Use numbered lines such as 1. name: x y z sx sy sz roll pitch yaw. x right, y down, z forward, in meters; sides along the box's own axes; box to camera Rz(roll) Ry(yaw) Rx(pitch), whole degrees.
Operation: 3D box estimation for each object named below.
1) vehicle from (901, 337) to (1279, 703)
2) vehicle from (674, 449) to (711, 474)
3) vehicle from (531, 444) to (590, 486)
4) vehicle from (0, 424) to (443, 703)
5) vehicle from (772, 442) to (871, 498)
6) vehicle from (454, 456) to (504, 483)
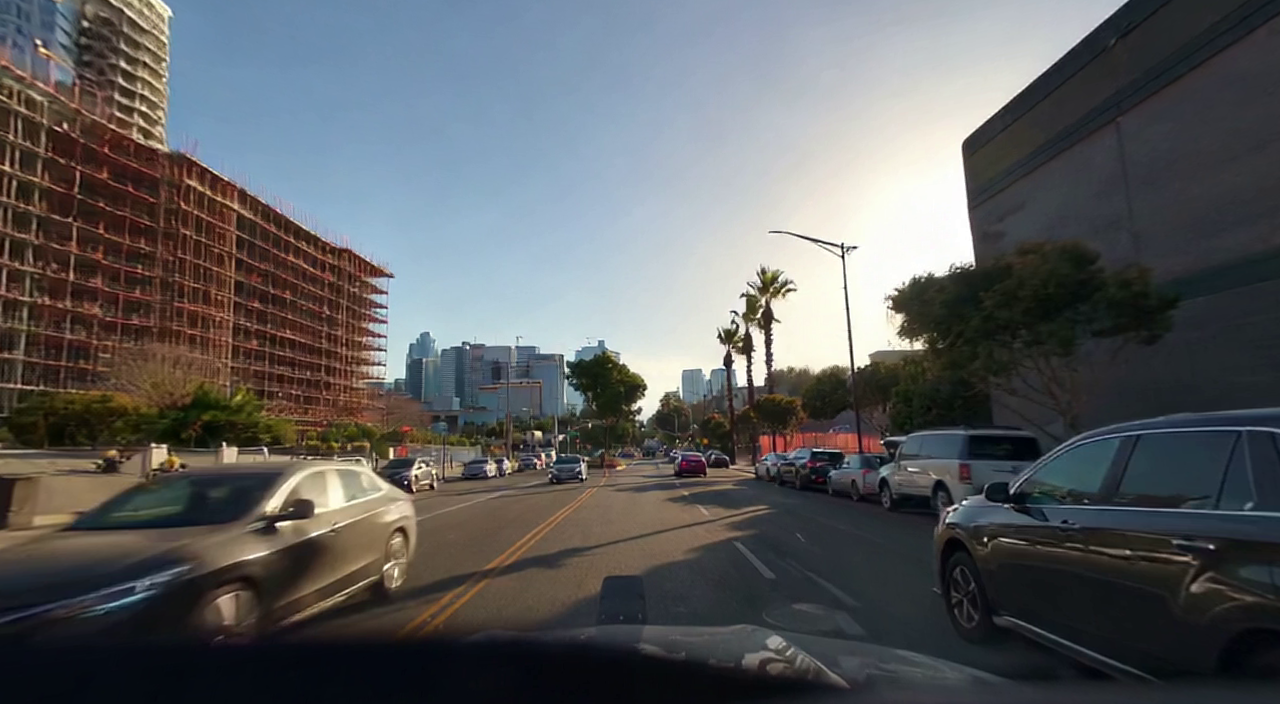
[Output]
1. vehicle: 3.138 0.910 2.901 1.953 1.687 4.344 0 -8 -1
2. vehicle: 3.308 7.064 40.838 1.999 1.487 3.939 0 -8 -1
3. vehicle: -3.535 5.103 28.891 2.096 1.716 4.300 0 -8 1
4. vehicle: -3.301 1.393 4.958 2.058 1.490 4.406 0 -8 0
5. vehicle: 6.256 4.099 22.405 1.981 1.768 4.405 0 -8 -3
6. vehicle: -9.704 7.128 38.413 1.826 1.445 4.325 -1 -8 1
